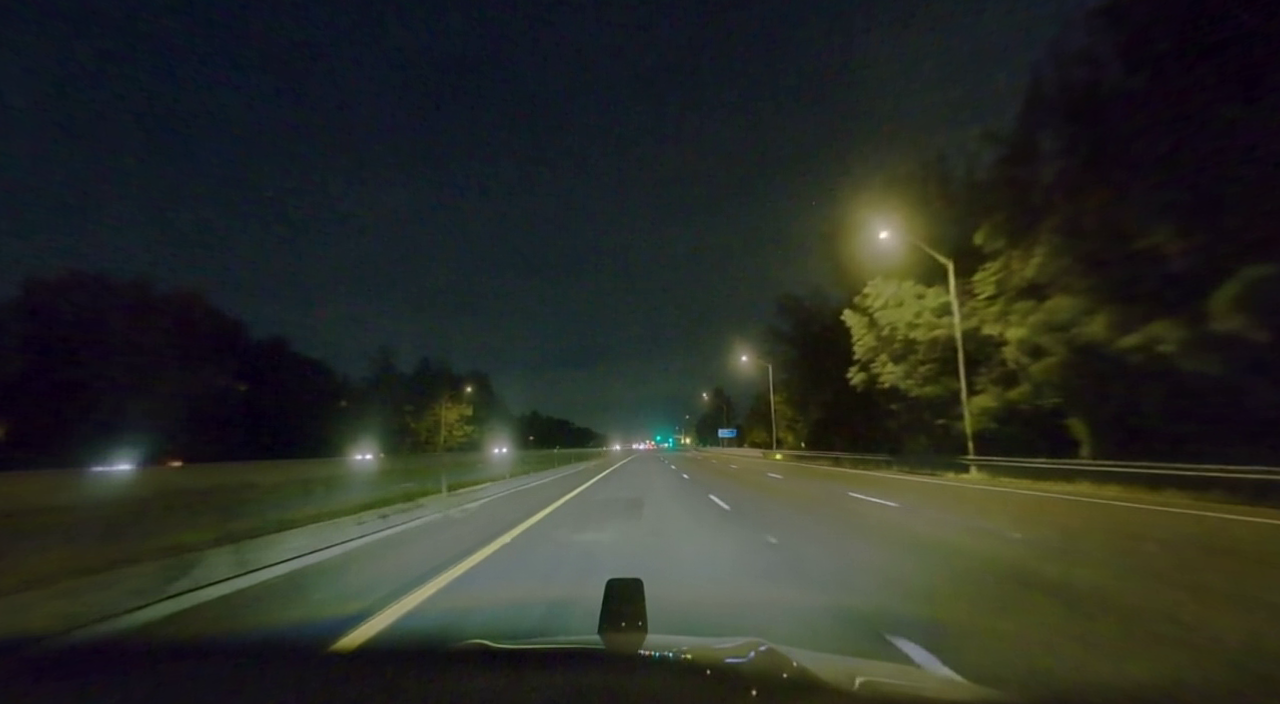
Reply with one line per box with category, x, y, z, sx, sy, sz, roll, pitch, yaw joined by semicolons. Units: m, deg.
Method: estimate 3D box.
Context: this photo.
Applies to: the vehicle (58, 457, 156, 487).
vehicle;-33.347;7.505;39.635;2.031;1.676;4.560;-1;-8;3
